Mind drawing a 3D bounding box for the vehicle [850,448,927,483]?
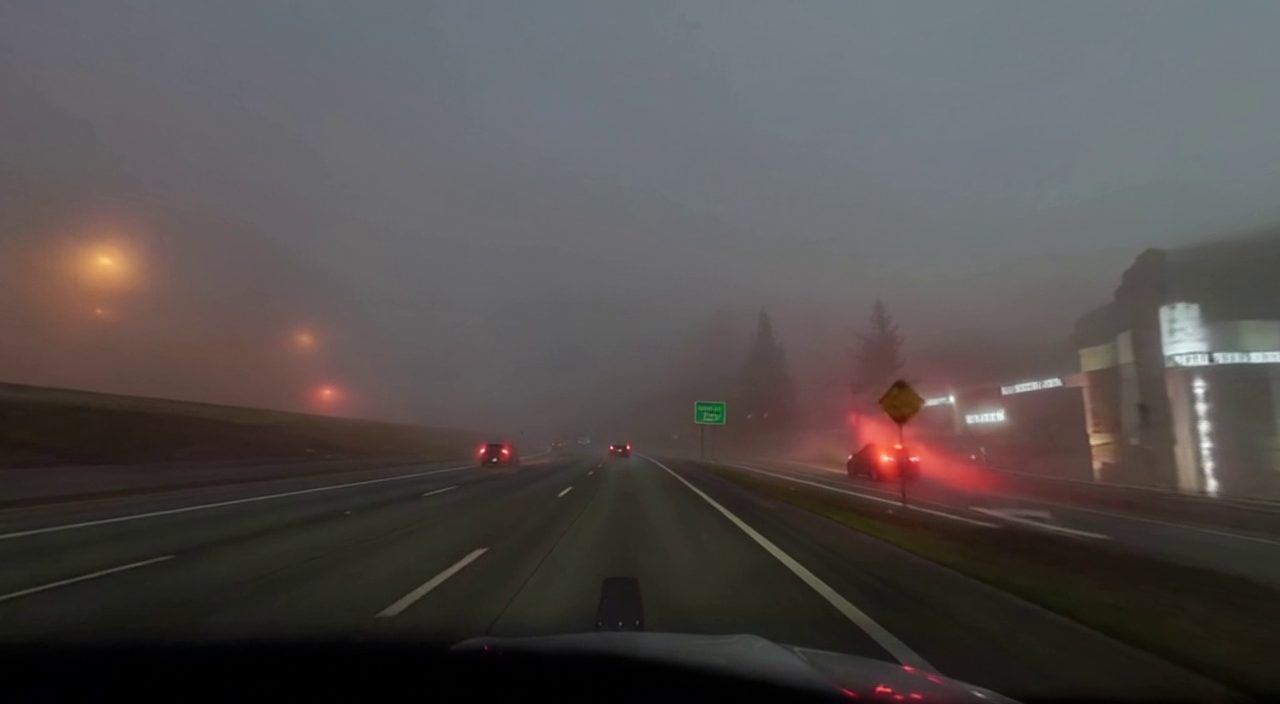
[{"bbox_3d":[13.739,6.269,35.194,2.023,1.782,4.193,1,-9,-10],"label":"vehicle"}]

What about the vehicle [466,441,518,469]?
[{"bbox_3d":[-8.372,5.854,36.156,2.009,1.454,4.250,0,-9,-1],"label":"vehicle"}]

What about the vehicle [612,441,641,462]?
[{"bbox_3d":[-1.065,7.349,46.746,2.038,1.414,4.357,0,-9,-2],"label":"vehicle"}]
